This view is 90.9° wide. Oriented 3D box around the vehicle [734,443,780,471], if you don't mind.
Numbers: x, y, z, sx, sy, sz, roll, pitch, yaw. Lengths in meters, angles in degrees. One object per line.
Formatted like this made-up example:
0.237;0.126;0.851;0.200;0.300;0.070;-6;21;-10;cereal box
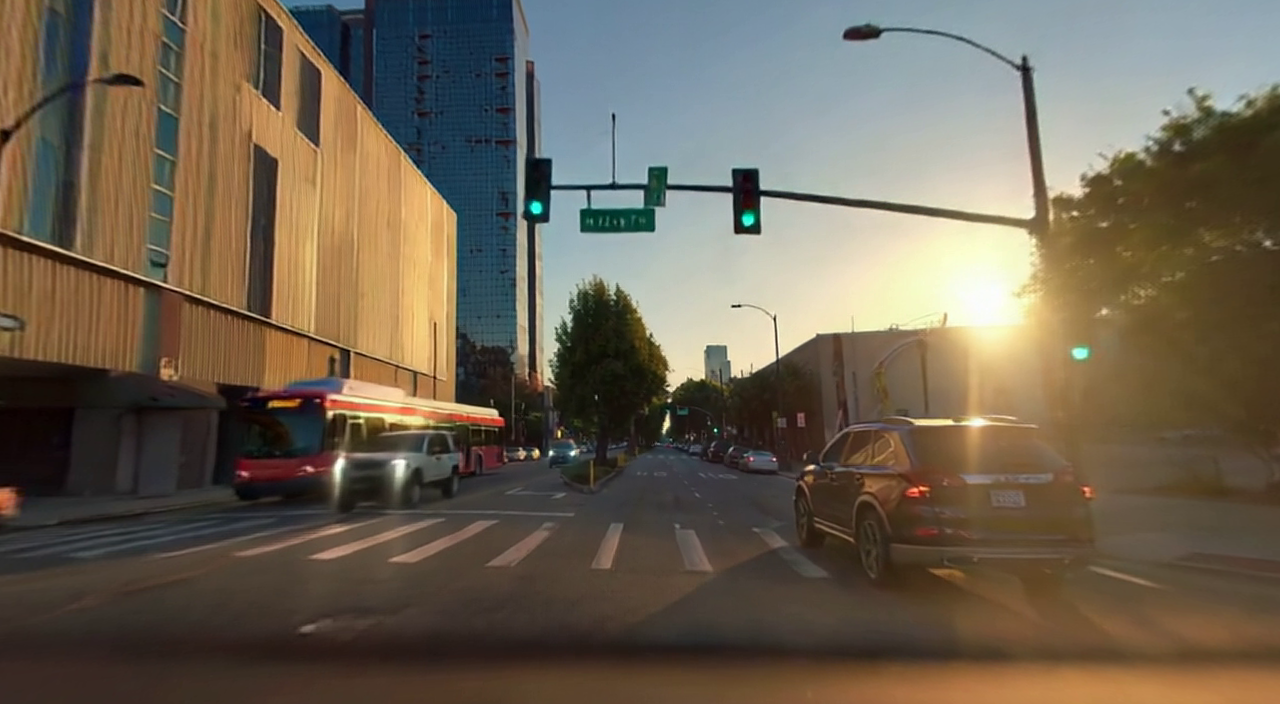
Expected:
7.012;6.340;38.335;1.962;1.617;4.325;0;-8;0;vehicle

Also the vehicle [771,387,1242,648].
3.188;1.573;7.282;2.118;1.848;5.426;0;-8;-1;vehicle

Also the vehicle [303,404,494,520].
-5.258;2.489;14.791;2.304;2.208;5.200;0;-8;1;vehicle

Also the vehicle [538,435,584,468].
-4.766;6.058;38.661;2.030;1.881;4.994;0;-8;1;vehicle

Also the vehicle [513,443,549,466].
-8.105;7.608;47.044;1.750;1.607;4.241;0;-8;2;vehicle
